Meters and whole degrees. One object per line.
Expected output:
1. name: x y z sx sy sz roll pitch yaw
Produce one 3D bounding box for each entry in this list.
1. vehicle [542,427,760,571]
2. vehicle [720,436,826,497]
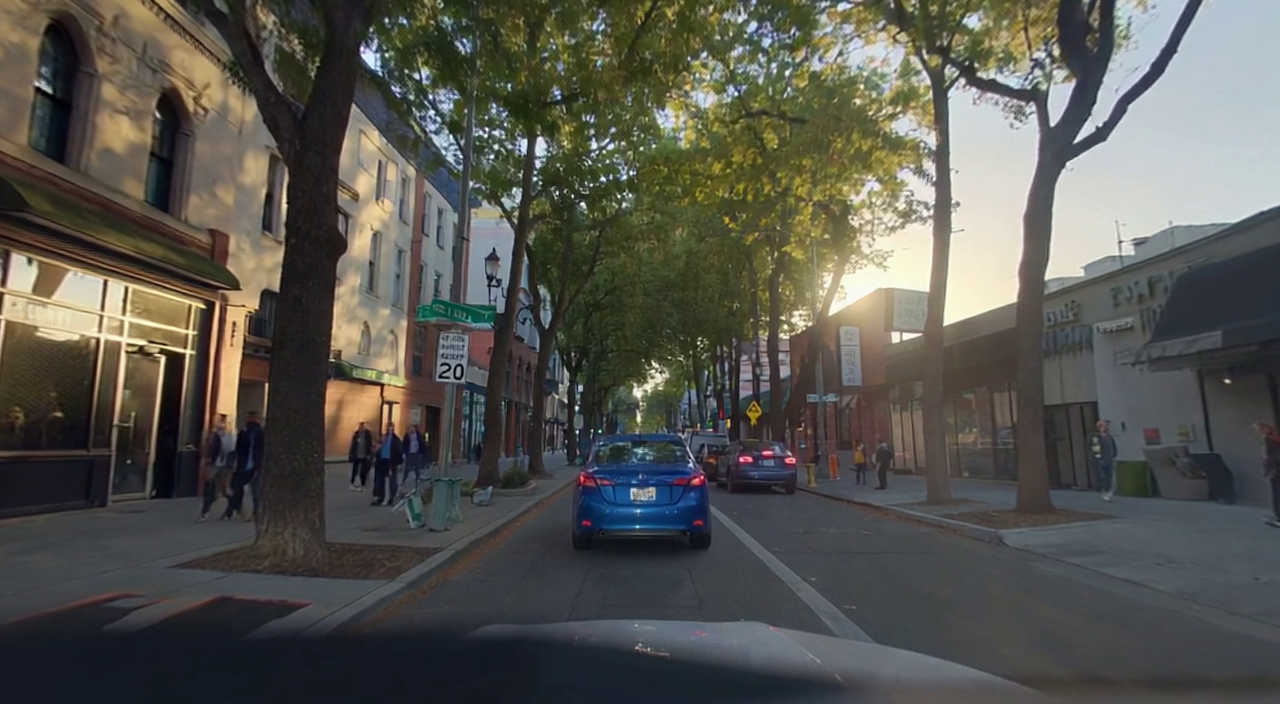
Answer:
1. vehicle: 0.079 1.843 8.720 2.261 1.474 4.130 0 -8 -1
2. vehicle: 3.613 3.203 18.097 2.025 1.523 4.426 0 -9 -1
